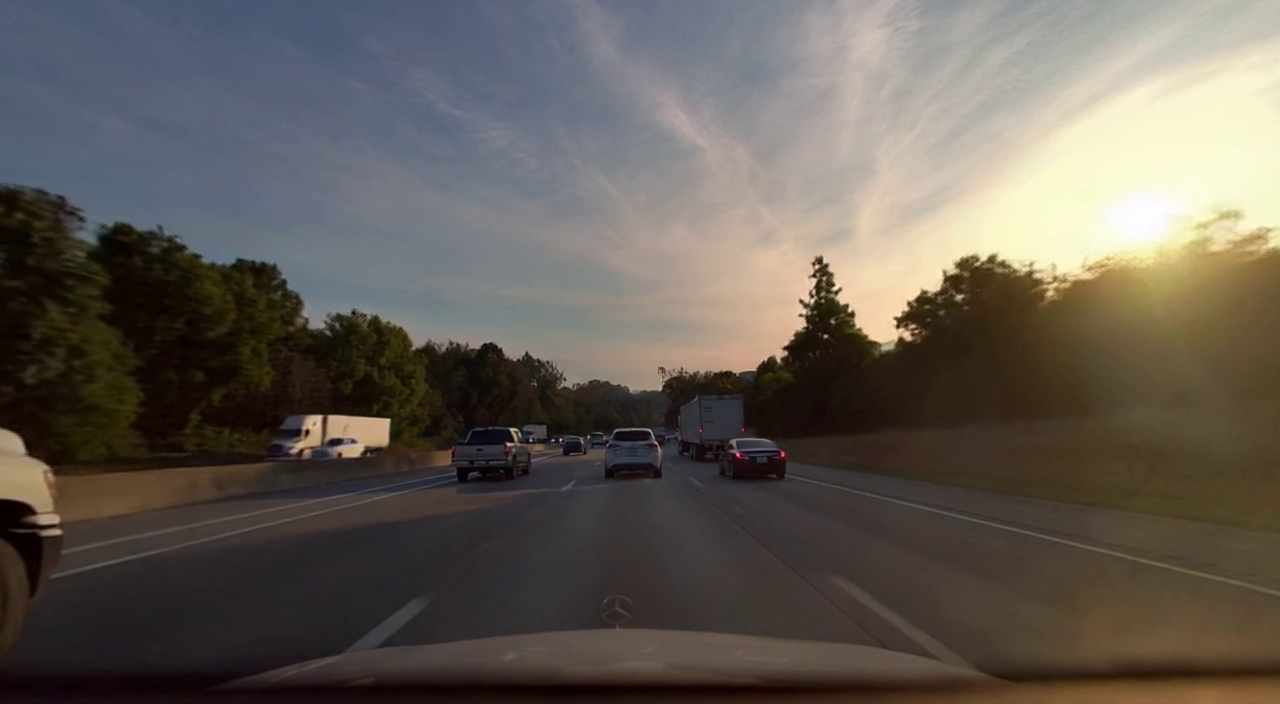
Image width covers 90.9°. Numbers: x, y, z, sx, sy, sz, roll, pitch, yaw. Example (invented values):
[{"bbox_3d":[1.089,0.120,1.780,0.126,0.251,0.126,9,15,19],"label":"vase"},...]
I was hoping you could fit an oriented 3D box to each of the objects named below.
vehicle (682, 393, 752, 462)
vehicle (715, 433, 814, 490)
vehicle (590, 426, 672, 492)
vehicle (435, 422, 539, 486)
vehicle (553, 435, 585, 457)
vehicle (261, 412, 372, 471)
[{"bbox_3d":[5.071,5.479,44.891,2.888,4.135,14.071,0,-8,-1],"label":"vehicle"},{"bbox_3d":[3.494,3.142,18.530,1.951,1.477,3.963,0,-8,-2],"label":"vehicle"},{"bbox_3d":[-0.271,2.961,17.841,2.083,1.647,3.799,0,-8,-2],"label":"vehicle"},{"bbox_3d":[-4.621,3.156,19.872,2.101,1.767,4.702,0,-8,0],"label":"vehicle"},{"bbox_3d":[-5.517,7.343,49.269,1.971,1.648,3.983,0,-8,0],"label":"vehicle"},{"bbox_3d":[-20.923,5.840,41.486,2.853,3.451,8.485,0,-8,-1],"label":"vehicle"}]
